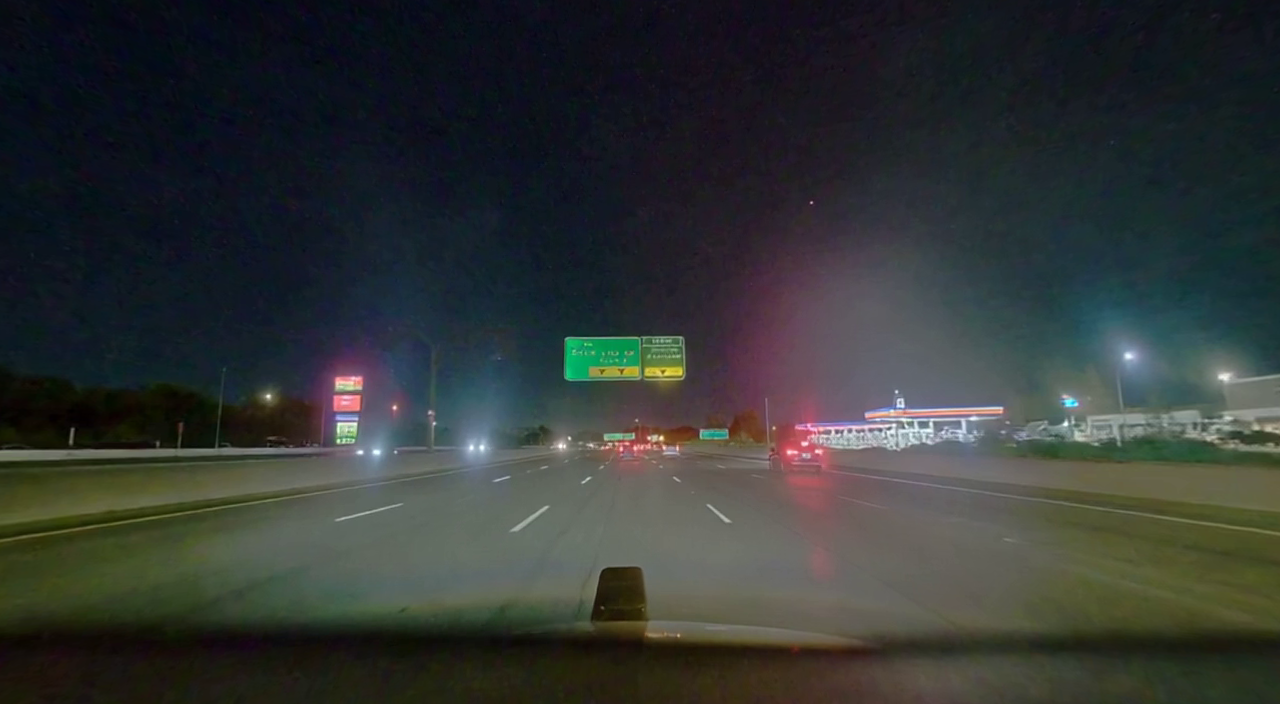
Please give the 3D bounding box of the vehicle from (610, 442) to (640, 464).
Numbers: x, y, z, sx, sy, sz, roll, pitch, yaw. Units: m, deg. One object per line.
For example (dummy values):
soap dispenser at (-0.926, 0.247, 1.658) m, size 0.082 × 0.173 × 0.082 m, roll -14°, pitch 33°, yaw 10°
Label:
vehicle at (-1.060, 7.060, 44.214) m, size 1.999 × 1.473 × 4.351 m, roll 0°, pitch -8°, yaw -2°

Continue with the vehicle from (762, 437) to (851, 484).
vehicle at (5.615, 3.723, 21.909) m, size 1.867 × 1.463 × 4.295 m, roll 0°, pitch -8°, yaw -1°
